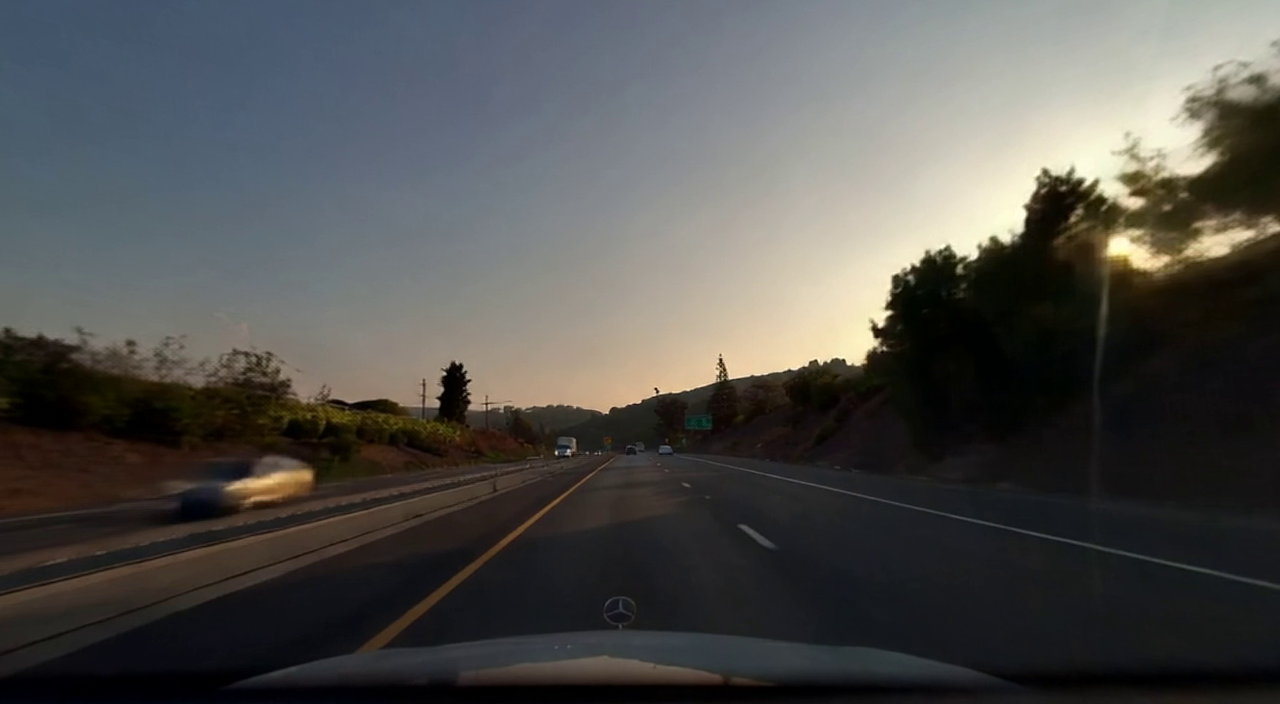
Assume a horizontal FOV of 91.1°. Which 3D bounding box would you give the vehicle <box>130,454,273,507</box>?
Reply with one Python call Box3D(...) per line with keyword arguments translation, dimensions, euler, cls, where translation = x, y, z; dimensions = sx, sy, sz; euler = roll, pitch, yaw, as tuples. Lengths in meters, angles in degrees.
Box3D(translation=(-13.349, 3.887, 19.435), dimensions=(1.743, 1.434, 3.709), euler=(0, -9, -1), cls="vehicle")
